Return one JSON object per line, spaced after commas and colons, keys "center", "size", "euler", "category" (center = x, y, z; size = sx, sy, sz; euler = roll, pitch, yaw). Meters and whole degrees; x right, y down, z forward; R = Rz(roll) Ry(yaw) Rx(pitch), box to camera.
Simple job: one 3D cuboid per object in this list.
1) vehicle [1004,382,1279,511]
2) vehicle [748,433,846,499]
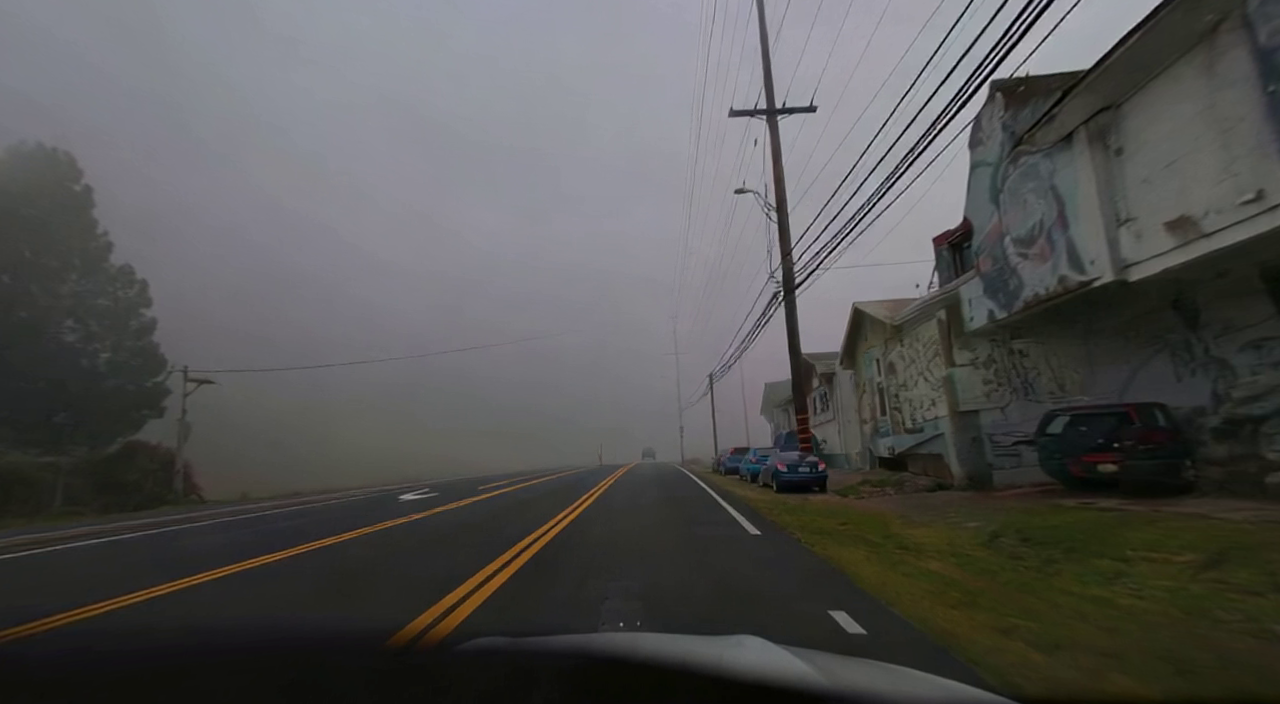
{"center": [10.196, 1.946, 13.031], "size": [2.253, 2.000, 5.259], "euler": [-4, -9, 1], "category": "vehicle"}
{"center": [5.377, 4.028, 22.341], "size": [2.072, 1.889, 4.468], "euler": [-6, -10, -1], "category": "vehicle"}
